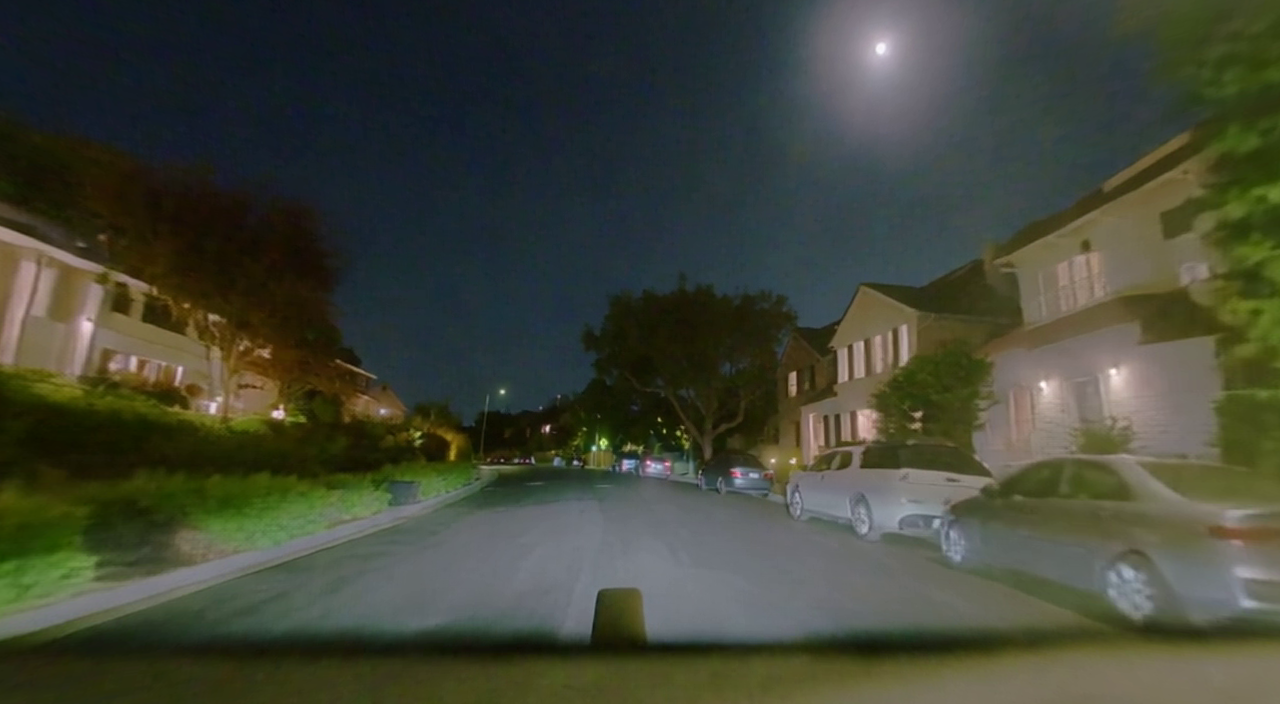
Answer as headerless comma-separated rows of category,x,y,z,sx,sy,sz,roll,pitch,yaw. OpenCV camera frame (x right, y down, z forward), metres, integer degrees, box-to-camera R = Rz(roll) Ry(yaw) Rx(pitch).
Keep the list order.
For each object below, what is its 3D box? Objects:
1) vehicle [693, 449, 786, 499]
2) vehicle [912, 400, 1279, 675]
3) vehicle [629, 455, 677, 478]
vehicle,3.838,4.836,25.533,2.111,1.771,4.942,2,-9,-11
vehicle,5.228,1.647,6.616,2.690,1.819,4.532,3,-9,-1
vehicle,0.851,8.132,45.051,2.193,1.504,4.576,2,-9,-16
